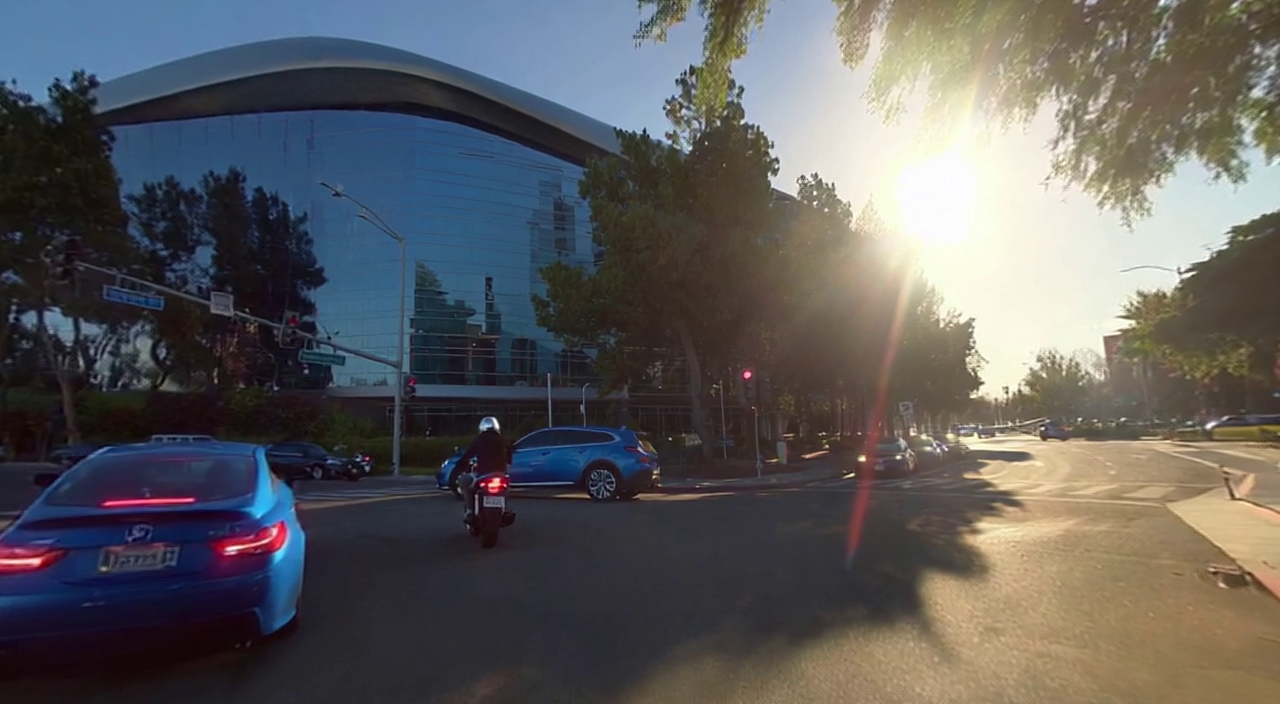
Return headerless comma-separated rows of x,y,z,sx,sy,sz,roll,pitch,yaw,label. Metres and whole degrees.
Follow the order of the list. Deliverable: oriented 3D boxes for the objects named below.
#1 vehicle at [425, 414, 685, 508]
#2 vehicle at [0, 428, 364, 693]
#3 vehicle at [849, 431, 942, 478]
-2.068,2.579,15.333,5.833,1.960,2.341,2,-9,-17,vehicle
-4.110,1.484,5.724,2.009,1.450,4.182,6,-10,-35,vehicle
10.146,3.993,24.844,2.084,1.656,4.583,-7,-11,38,vehicle
